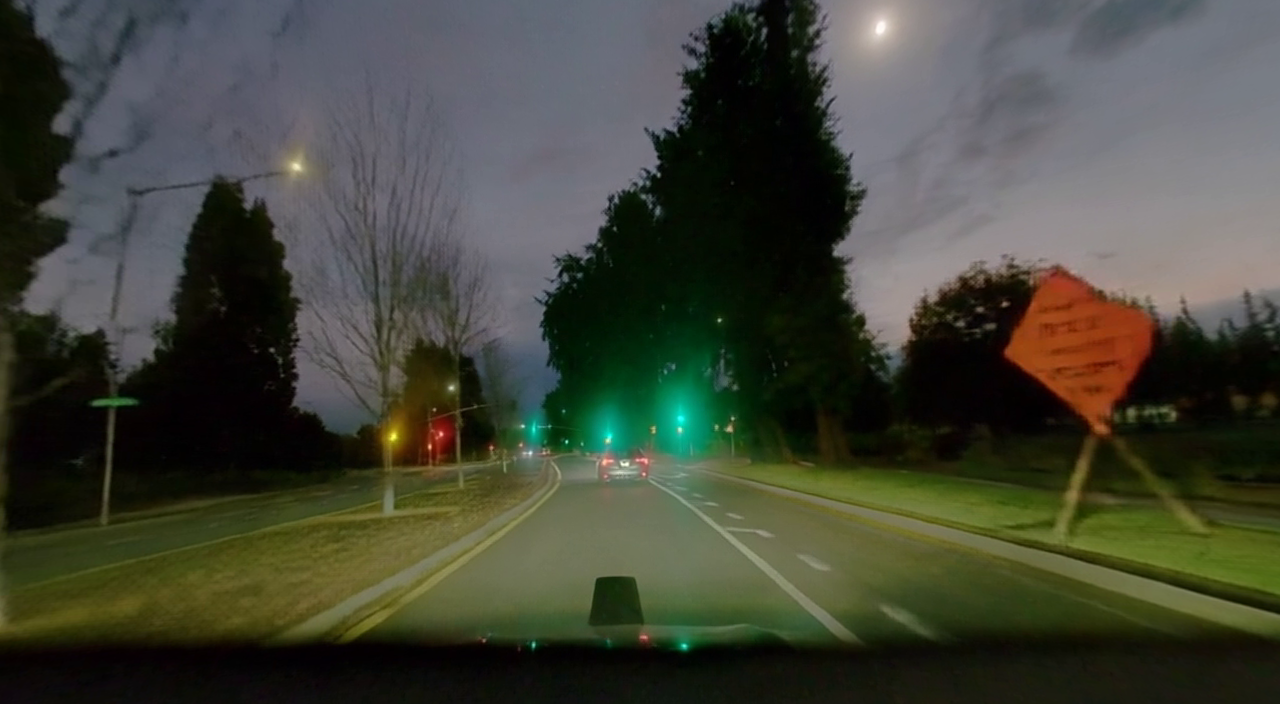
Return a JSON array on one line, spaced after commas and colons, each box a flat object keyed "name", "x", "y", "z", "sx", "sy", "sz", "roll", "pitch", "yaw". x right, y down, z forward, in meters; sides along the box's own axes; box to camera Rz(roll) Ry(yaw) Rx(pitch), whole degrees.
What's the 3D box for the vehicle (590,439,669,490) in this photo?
[{"name": "vehicle", "x": -0.487, "y": 3.735, "z": 21.378, "sx": 2.266, "sy": 1.508, "sz": 4.430, "roll": 1, "pitch": -9, "yaw": -6}]
